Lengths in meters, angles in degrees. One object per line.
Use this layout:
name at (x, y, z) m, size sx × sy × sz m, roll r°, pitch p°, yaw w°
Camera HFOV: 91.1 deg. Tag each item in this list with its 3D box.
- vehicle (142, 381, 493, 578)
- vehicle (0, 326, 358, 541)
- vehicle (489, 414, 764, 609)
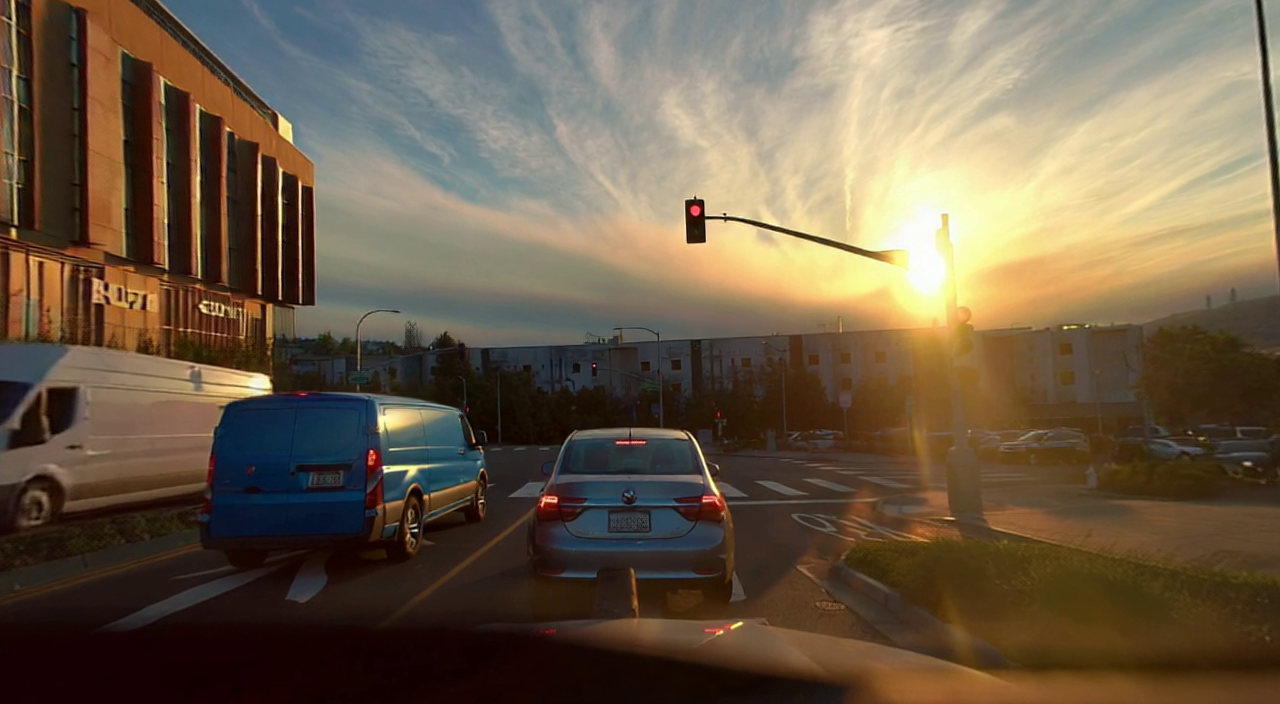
vehicle at (-3.582, 1.513, 8.434) m, size 2.076 × 1.820 × 5.100 m, roll 0°, pitch -8°, yaw -1°
vehicle at (-10.765, 1.871, 14.950) m, size 2.973 × 3.009 × 12.605 m, roll -2°, pitch -6°, yaw -3°
vehicle at (-0.111, 1.465, 6.767) m, size 2.064 × 1.452 × 3.942 m, roll 0°, pitch -8°, yaw 0°
